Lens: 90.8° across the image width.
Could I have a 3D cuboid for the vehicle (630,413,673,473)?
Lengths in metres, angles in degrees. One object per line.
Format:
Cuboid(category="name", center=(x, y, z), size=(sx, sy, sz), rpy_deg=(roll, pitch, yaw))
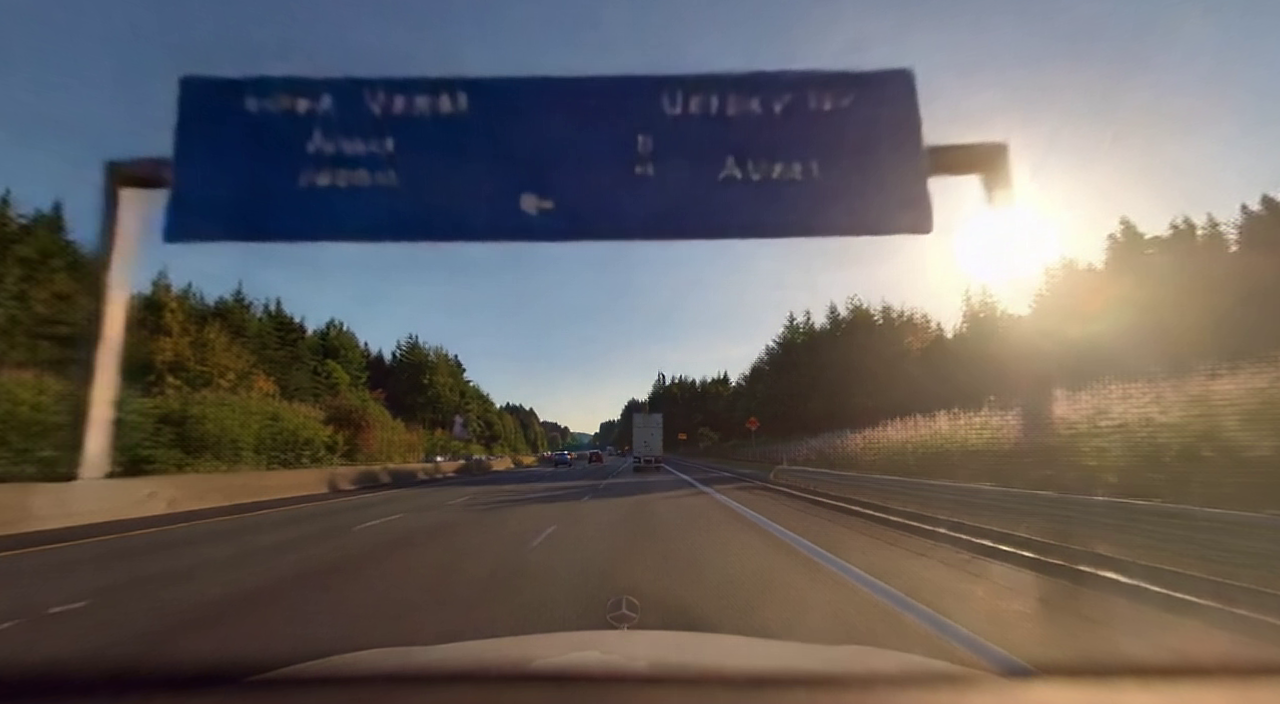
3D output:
Cuboid(category="vehicle", center=(0.724, 7.312, 49.805), size=(2.901, 4.032, 14.338), rpy_deg=(0, -9, 0))
